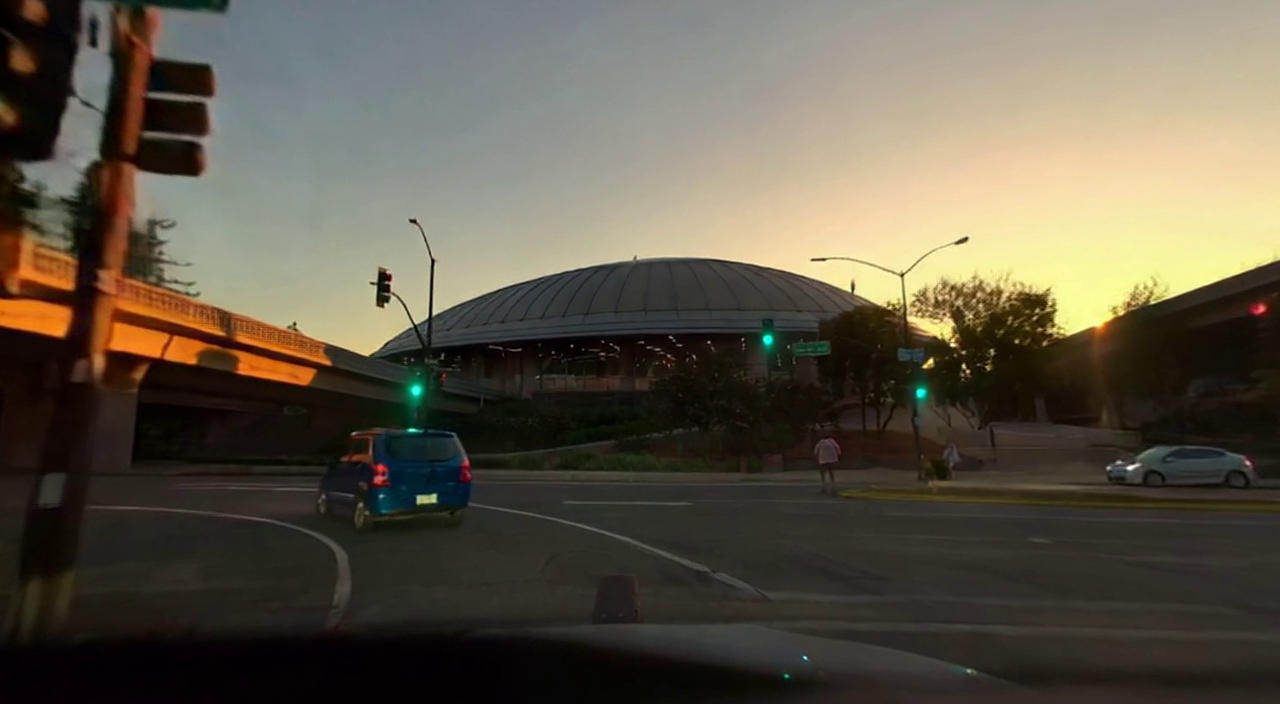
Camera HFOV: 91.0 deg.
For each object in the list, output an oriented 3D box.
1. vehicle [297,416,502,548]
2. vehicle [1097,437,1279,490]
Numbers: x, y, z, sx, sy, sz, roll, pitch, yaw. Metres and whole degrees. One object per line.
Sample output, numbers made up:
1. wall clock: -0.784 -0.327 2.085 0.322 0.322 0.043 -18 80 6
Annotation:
1. vehicle: -3.881 1.890 9.806 1.976 1.584 3.772 7 -10 -36
2. vehicle: 18.555 3.764 21.441 4.345 1.672 1.973 0 -9 1
